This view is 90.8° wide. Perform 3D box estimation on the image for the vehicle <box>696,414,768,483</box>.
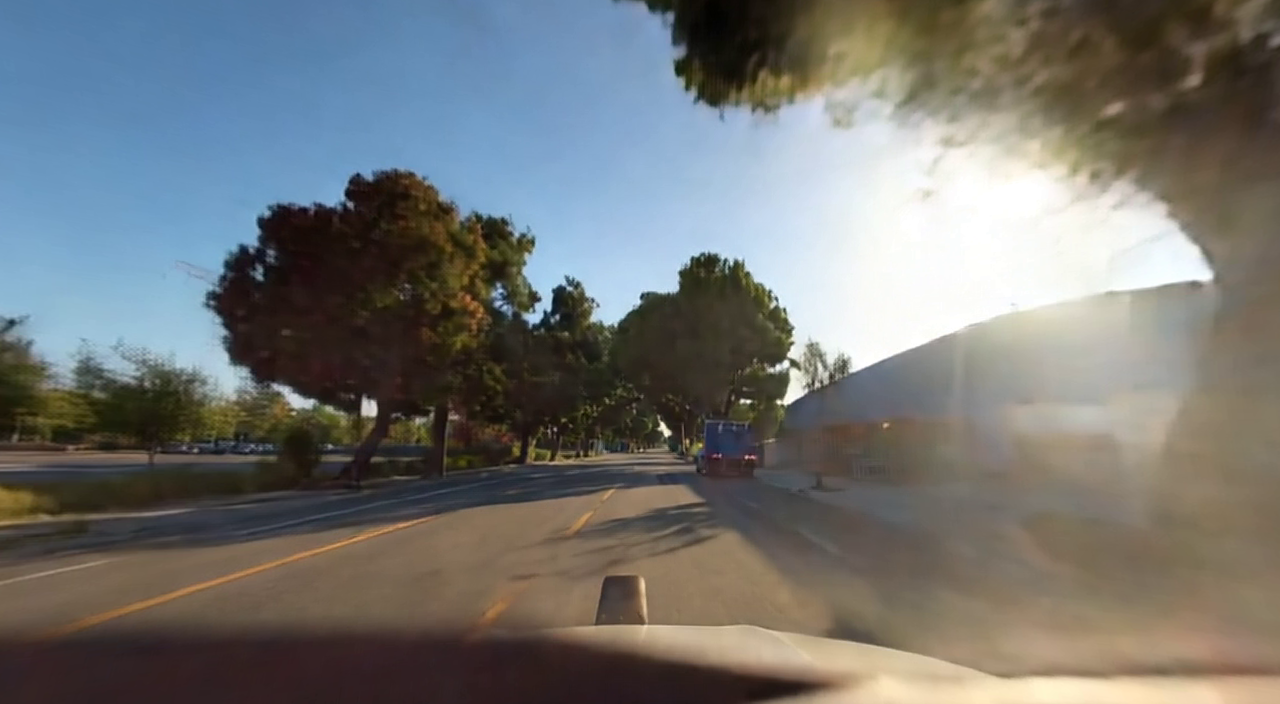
[{"bbox_3d":[4.804,5.227,34.250,3.019,3.303,6.252,1,-9,0],"label":"vehicle"}]
